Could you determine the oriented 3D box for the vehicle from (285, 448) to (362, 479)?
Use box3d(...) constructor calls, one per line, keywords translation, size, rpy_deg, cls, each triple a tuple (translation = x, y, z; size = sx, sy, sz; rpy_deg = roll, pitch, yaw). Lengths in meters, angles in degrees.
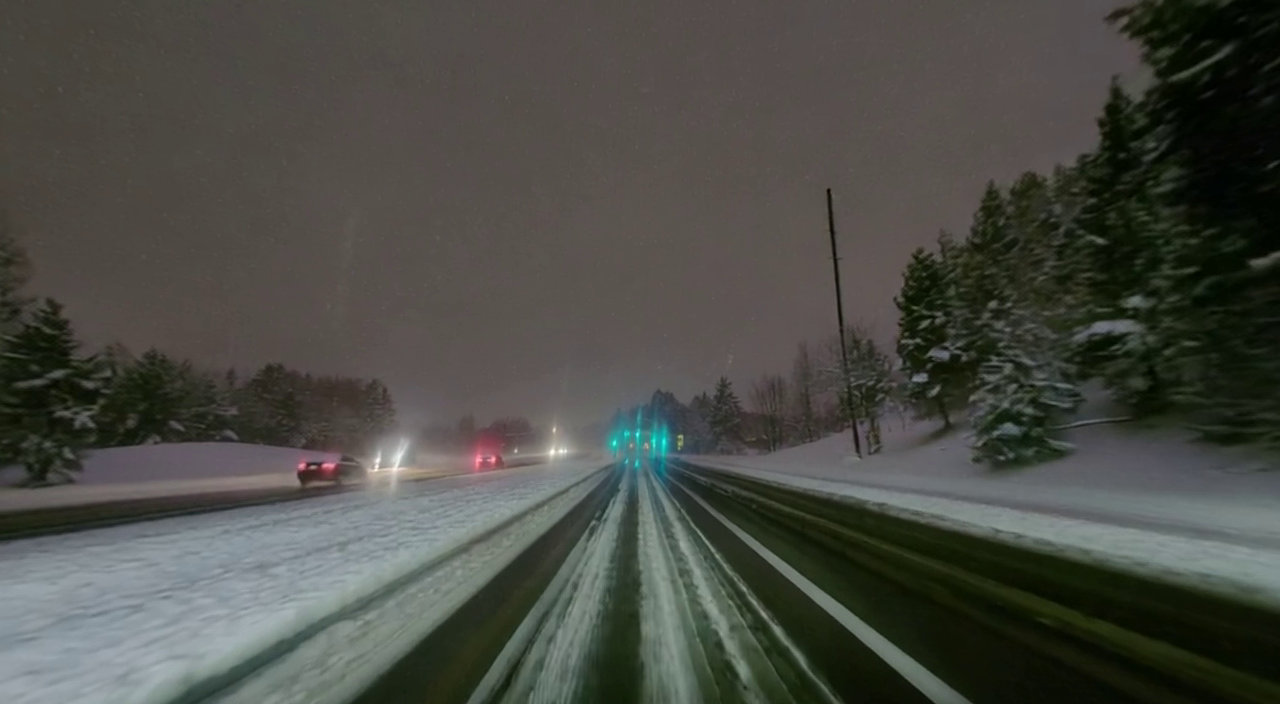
box3d(translation=(-16.894, 5.941, 33.920), size=(1.955, 1.533, 4.097), rpy_deg=(0, -9, 0), cls="vehicle")
